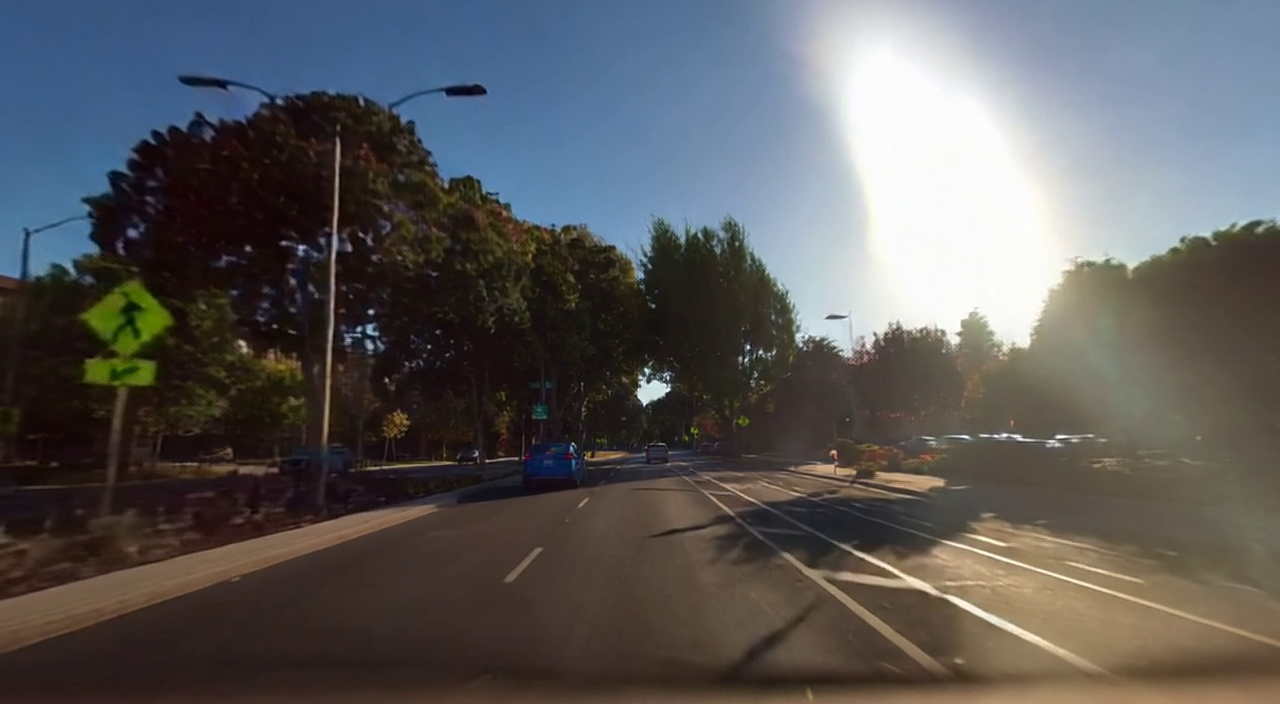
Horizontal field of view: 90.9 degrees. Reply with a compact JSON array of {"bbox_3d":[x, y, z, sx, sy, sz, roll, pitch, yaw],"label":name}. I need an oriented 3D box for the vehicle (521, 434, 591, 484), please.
[{"bbox_3d":[-3.303,4.322,25.710,2.150,1.812,4.423,0,-9,1],"label":"vehicle"}]
